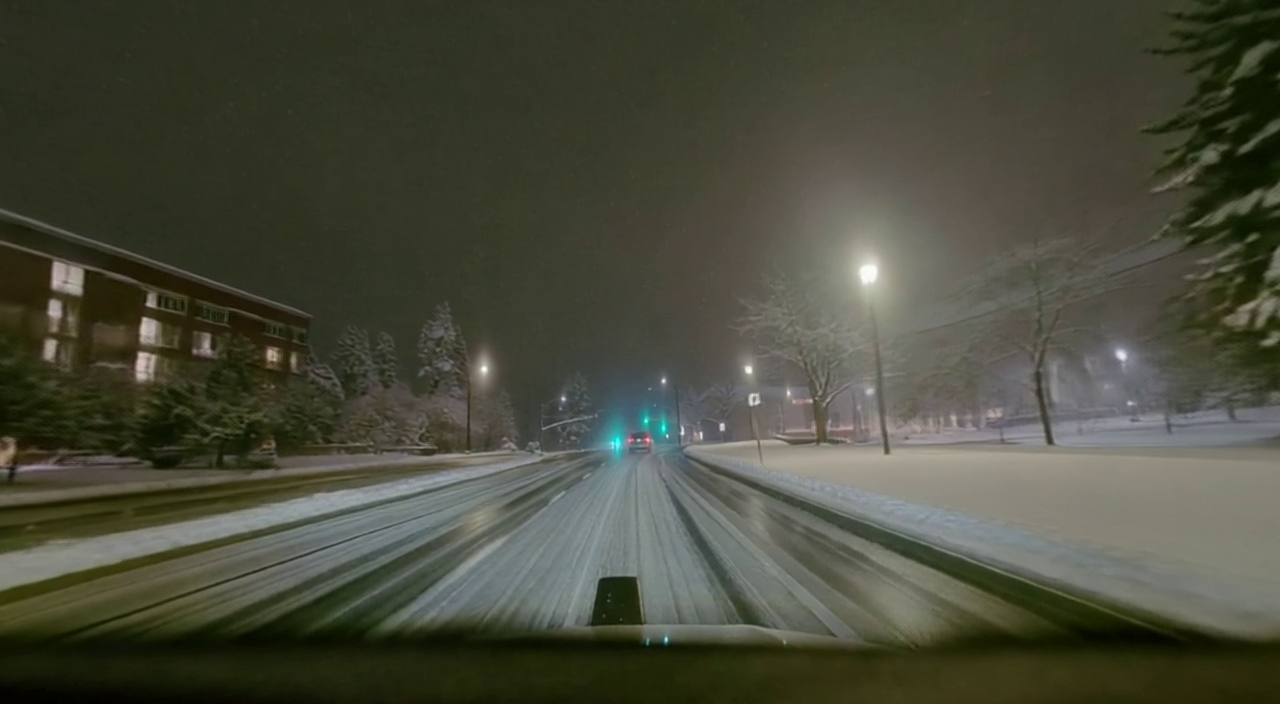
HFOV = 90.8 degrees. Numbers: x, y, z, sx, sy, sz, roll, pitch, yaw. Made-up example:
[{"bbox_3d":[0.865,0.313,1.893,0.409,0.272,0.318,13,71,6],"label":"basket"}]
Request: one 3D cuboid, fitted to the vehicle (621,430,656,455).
[{"bbox_3d":[-0.058,6.901,48.194,2.370,1.781,4.440,0,-8,3],"label":"vehicle"}]
